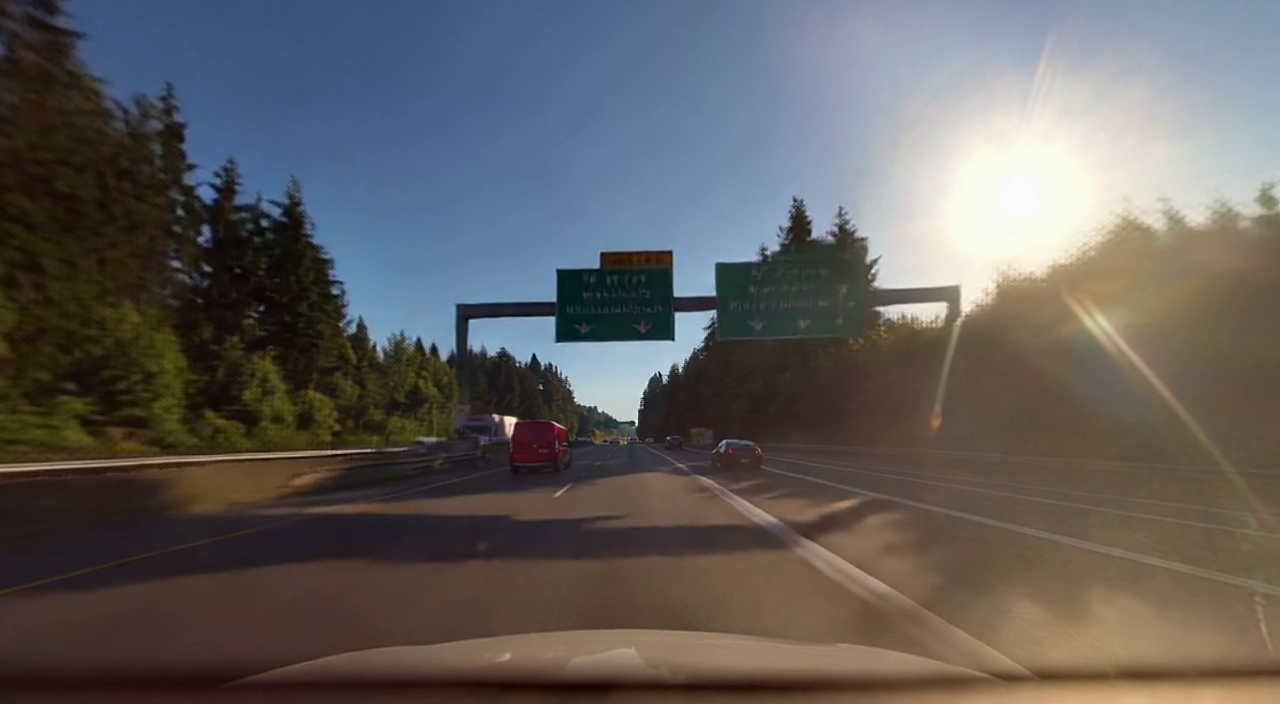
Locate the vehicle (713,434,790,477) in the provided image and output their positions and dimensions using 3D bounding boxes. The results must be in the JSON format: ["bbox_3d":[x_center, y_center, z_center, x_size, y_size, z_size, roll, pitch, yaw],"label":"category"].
[{"bbox_3d":[4.002,3.764,23.322,2.020,1.464,3.803,0,-8,-2],"label":"vehicle"}]

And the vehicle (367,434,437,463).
[{"bbox_3d":[-12.833,5.221,34.365,2.056,1.486,4.535,0,-8,0],"label":"vehicle"}]

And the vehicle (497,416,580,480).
[{"bbox_3d":[-3.543,3.454,23.082,2.275,2.053,5.082,0,-8,-1],"label":"vehicle"}]
